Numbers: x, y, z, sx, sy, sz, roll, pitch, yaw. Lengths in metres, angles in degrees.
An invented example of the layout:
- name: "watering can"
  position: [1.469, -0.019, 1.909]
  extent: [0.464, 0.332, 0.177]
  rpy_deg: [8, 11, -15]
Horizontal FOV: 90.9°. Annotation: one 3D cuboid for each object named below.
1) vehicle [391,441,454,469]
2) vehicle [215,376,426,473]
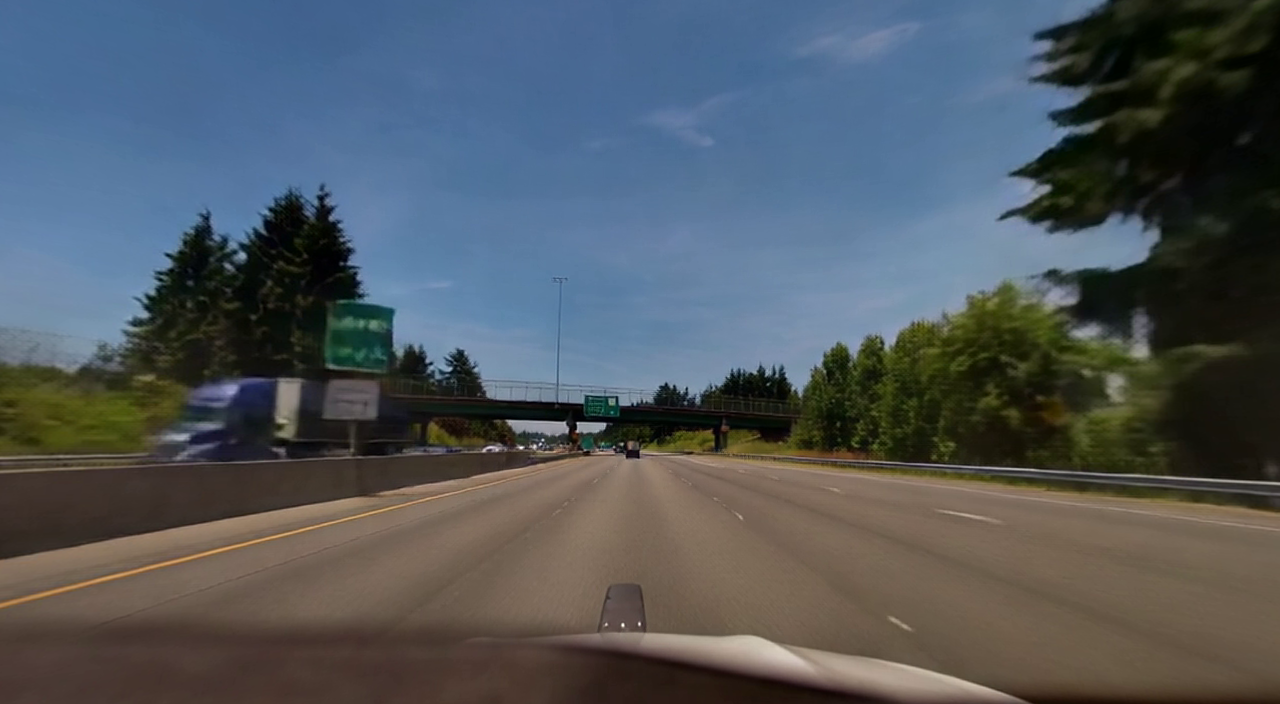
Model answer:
- name: "vehicle"
  position: [-11.900, 5.676, 34.790]
  extent: [1.957, 1.454, 4.392]
  rpy_deg: [0, -9, -1]
- name: "vehicle"
  position: [-16.226, 4.332, 34.847]
  extent: [2.994, 4.027, 16.848]
  rpy_deg: [0, -9, 0]
